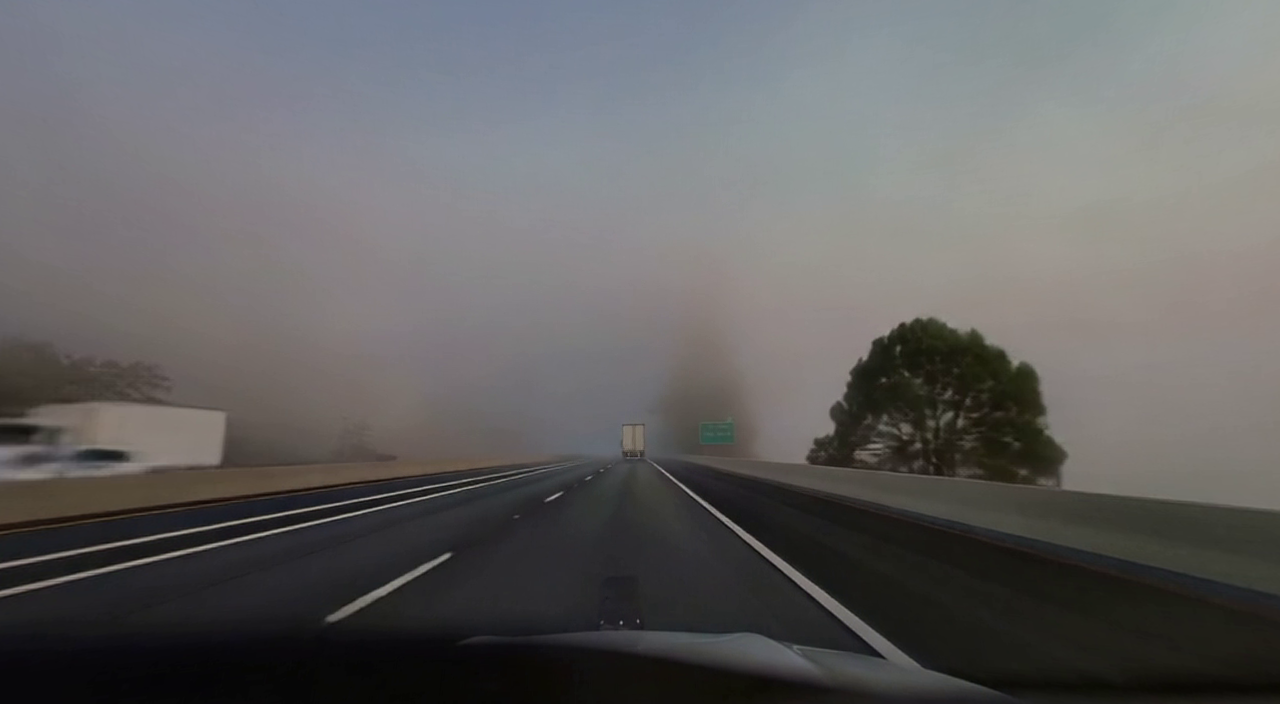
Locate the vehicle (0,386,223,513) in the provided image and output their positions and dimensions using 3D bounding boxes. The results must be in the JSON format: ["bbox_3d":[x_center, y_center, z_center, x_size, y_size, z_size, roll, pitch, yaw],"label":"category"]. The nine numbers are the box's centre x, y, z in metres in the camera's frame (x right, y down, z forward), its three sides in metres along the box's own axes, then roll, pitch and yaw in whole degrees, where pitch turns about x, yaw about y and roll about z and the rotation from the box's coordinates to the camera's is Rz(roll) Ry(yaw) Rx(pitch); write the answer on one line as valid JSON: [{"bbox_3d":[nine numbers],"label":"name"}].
[{"bbox_3d":[-17.494,3.130,20.374,2.698,3.285,7.761,0,-9,-1],"label":"vehicle"}]

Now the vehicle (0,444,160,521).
[{"bbox_3d":[-13.470,2.864,14.328,1.893,1.486,4.135,0,-9,-1],"label":"vehicle"}]
